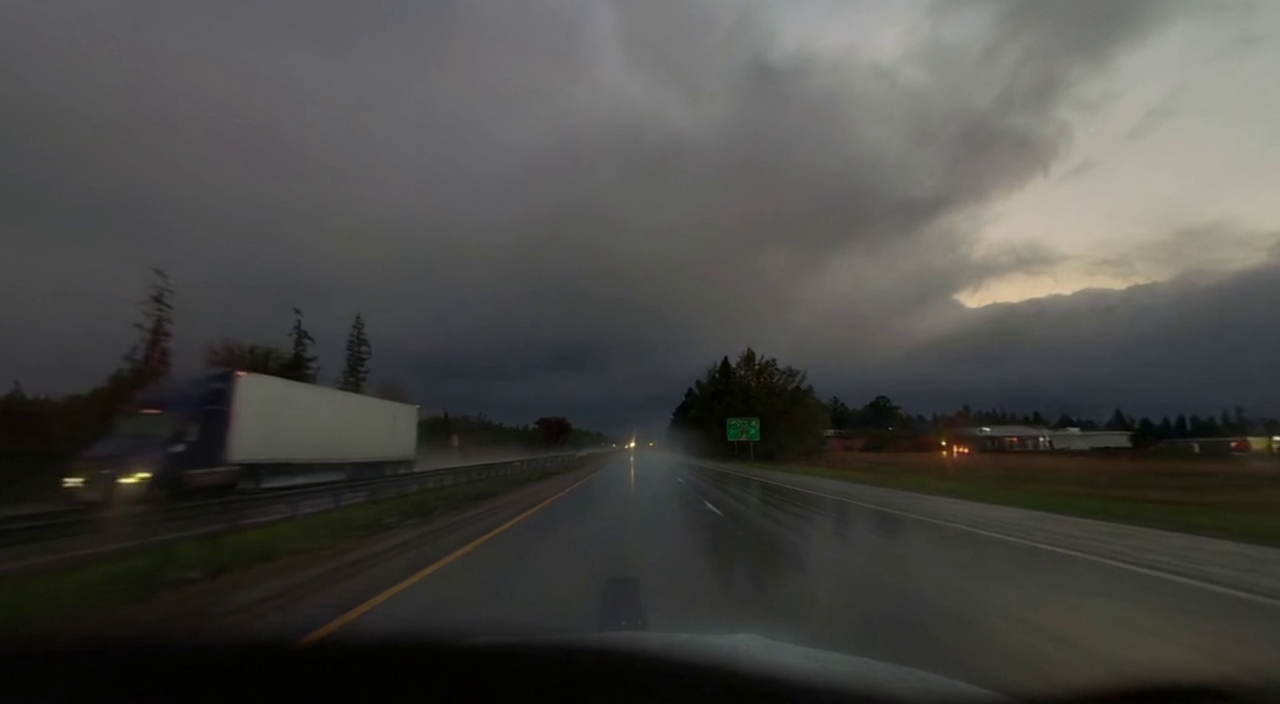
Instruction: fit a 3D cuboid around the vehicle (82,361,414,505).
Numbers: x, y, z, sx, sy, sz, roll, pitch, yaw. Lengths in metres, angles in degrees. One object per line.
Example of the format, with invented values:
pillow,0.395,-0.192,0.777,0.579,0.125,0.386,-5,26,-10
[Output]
vehicle,-13.721,3.497,25.698,3.028,3.929,16.813,0,-9,-1
